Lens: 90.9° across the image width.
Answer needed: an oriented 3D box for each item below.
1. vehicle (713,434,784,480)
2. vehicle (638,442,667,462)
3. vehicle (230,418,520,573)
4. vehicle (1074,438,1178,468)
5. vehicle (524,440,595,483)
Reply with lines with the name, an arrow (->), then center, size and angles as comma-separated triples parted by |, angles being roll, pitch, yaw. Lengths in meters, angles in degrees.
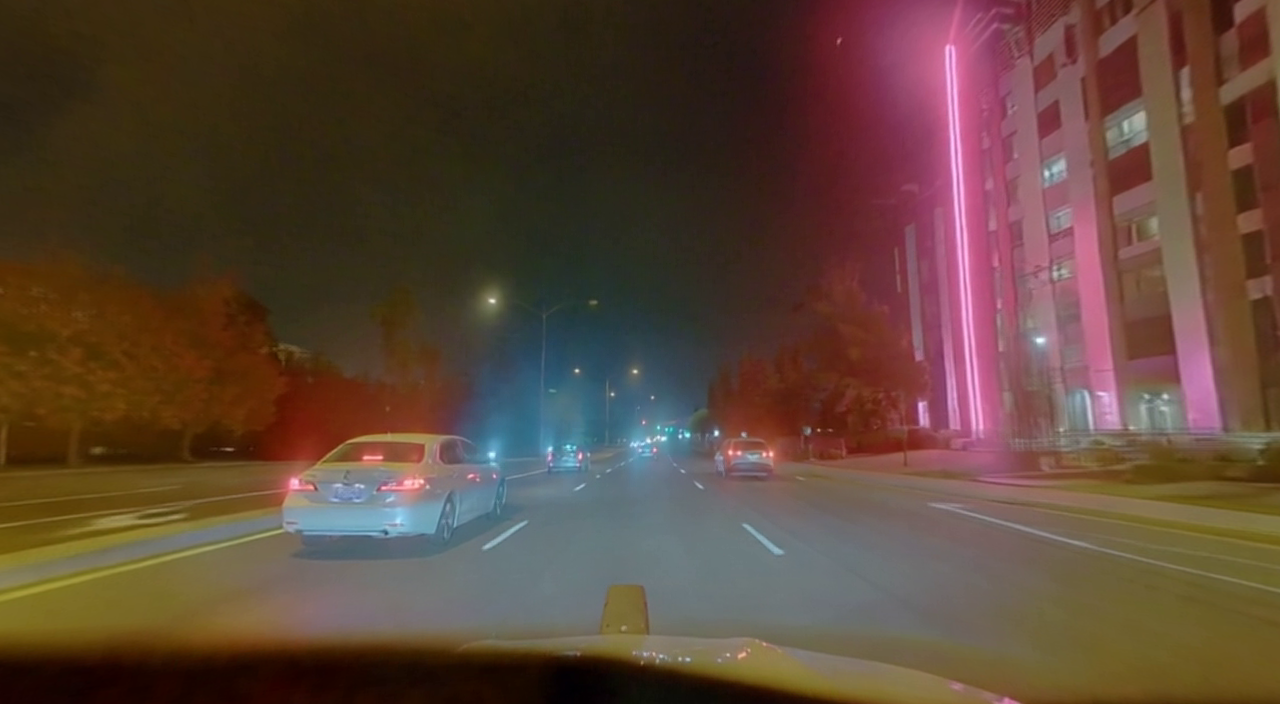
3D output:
vehicle -> 4.330, 4.261, 25.840 | 2.103, 1.699, 4.171 | 0, -8, 0
vehicle -> 1.009, 7.835, 49.677 | 2.164, 1.477, 3.988 | 0, -8, 2
vehicle -> -3.143, 1.794, 8.748 | 2.118, 1.568, 4.436 | 0, -8, -1
vehicle -> 29.729, 6.194, 38.680 | 4.667, 1.674, 1.767 | -1, -9, 11
vehicle -> -2.922, 4.084, 23.888 | 1.980, 1.454, 4.226 | 0, -8, 2
